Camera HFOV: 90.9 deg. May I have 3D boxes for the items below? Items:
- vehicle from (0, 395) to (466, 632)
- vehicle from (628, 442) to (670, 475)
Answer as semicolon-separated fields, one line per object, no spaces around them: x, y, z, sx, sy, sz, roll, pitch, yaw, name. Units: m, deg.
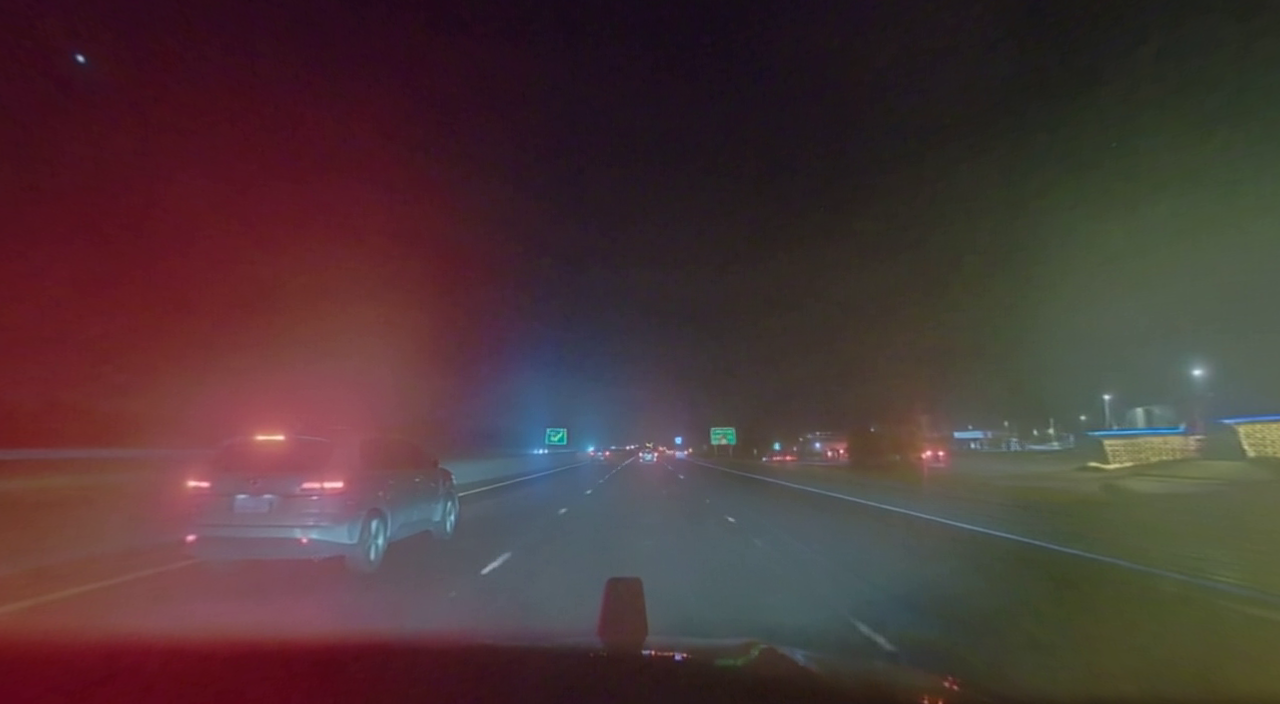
-3.798;1.552;7.121;2.239;1.761;4.620;0;-8;1;vehicle
0.422;5.296;31.598;2.000;1.558;3.945;0;-8;0;vehicle
